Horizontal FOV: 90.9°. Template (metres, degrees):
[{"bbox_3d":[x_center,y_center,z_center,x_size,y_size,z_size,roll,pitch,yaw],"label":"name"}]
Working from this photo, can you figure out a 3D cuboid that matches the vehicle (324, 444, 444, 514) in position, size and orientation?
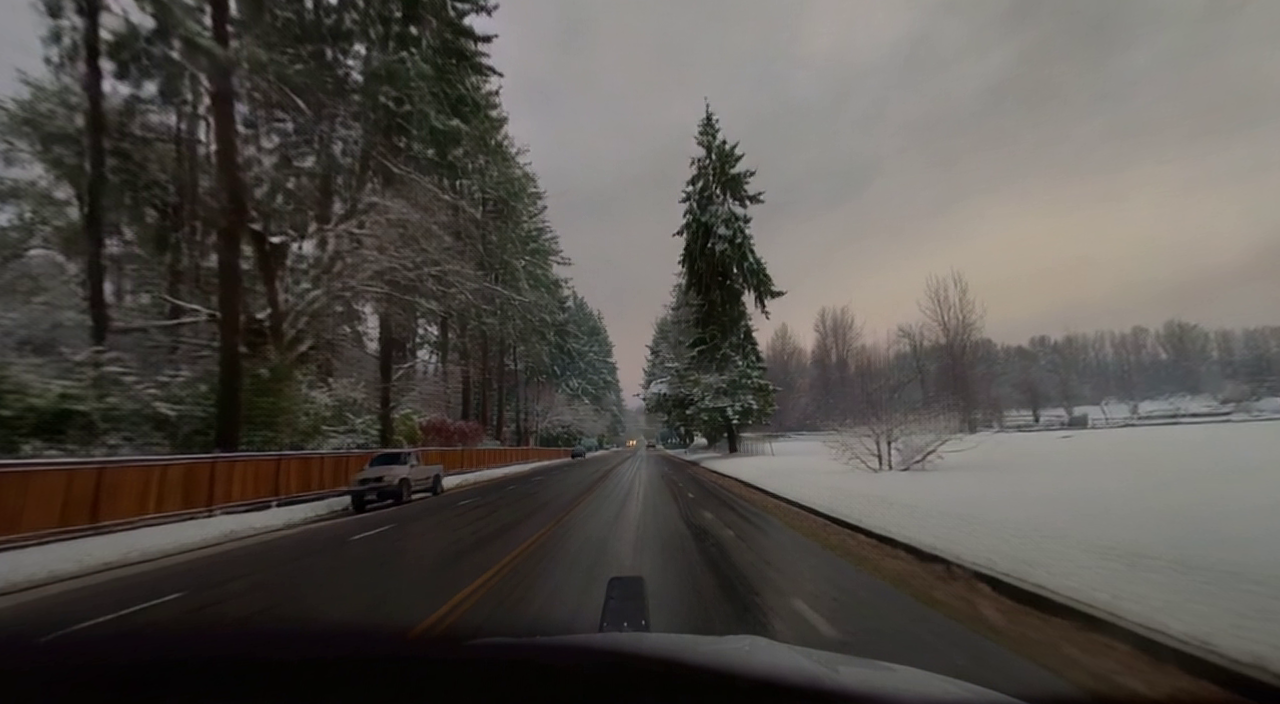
[{"bbox_3d":[-7.701,3.801,19.408,1.945,1.760,4.021,-3,-8,2],"label":"vehicle"}]
